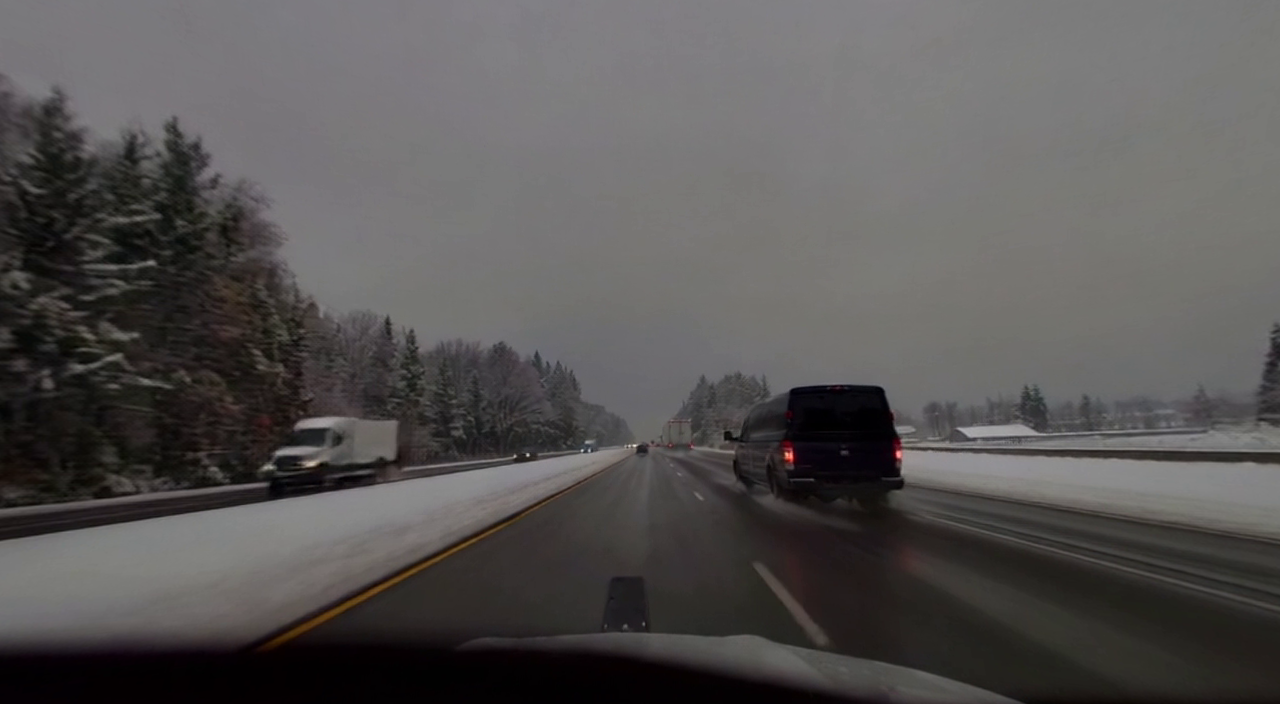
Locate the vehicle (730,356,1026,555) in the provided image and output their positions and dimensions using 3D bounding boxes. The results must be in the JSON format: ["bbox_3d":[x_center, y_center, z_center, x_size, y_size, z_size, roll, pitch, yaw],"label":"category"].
[{"bbox_3d":[3.367,1.712,10.969,2.677,2.439,6.402,0,-8,0],"label":"vehicle"}]

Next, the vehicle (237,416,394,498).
[{"bbox_3d":[-12.830,4.212,25.730,2.603,2.888,6.881,0,-8,1],"label":"vehicle"}]
